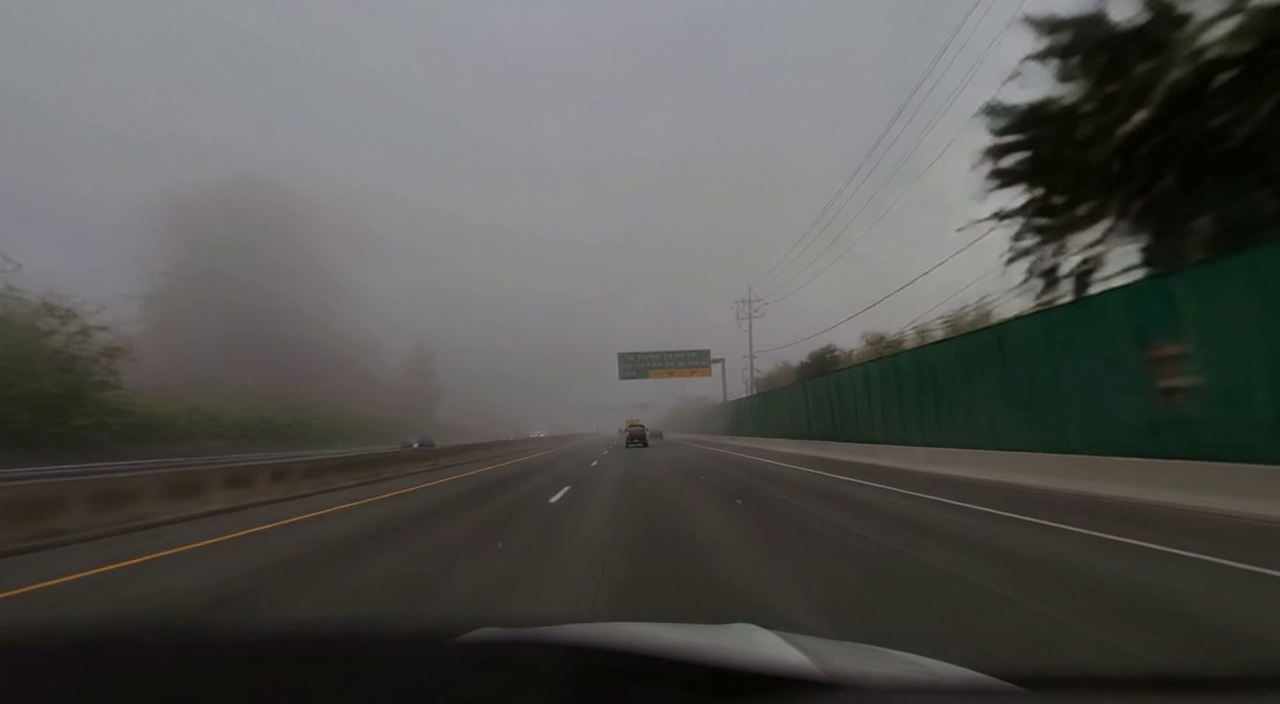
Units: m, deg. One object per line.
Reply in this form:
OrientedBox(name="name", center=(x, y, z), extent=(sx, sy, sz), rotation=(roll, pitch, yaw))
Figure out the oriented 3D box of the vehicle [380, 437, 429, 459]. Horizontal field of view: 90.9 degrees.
OrientedBox(name="vehicle", center=(-17.129, 6.971, 46.037), extent=(1.860, 1.505, 4.566), rotation=(0, -8, -1))
